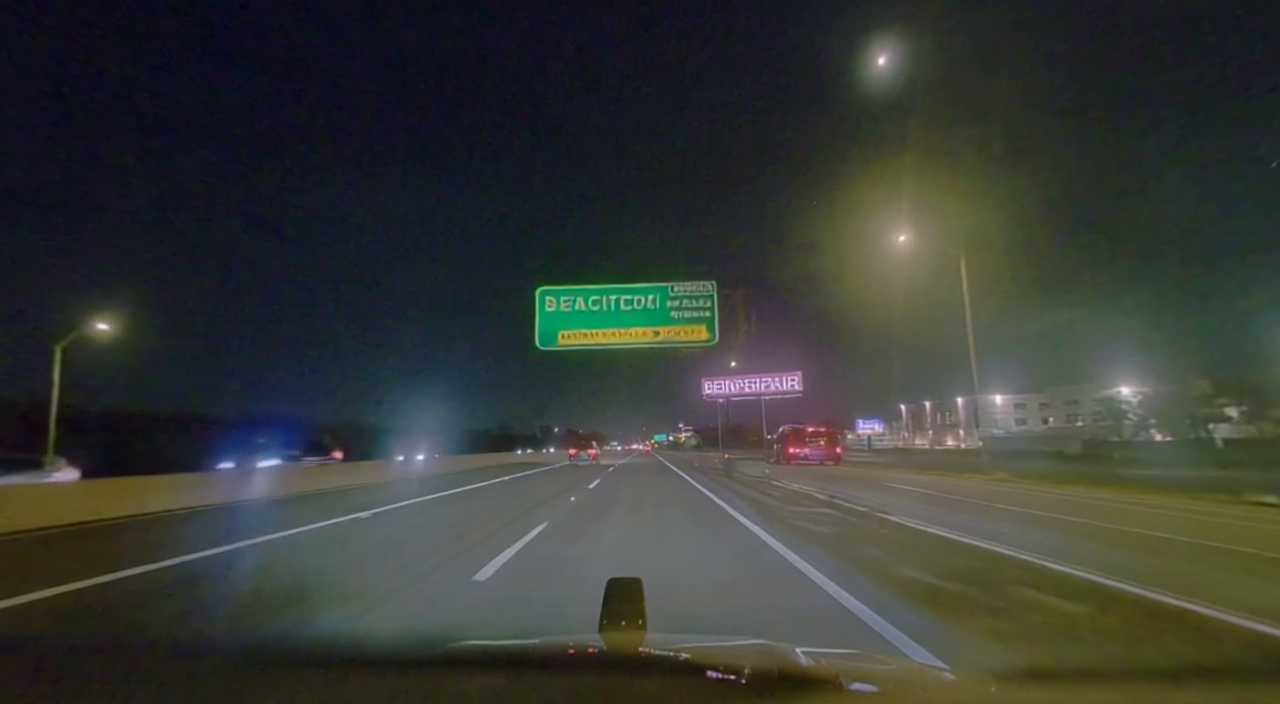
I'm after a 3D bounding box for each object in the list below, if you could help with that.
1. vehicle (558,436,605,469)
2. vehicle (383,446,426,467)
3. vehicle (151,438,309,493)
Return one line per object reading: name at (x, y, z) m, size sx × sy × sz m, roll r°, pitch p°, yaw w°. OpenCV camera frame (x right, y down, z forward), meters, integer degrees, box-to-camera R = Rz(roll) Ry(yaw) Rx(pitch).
vehicle at (-3.356, 5.876, 37.051) m, size 2.159 × 1.793 × 5.027 m, roll -1°, pitch -8°, yaw 1°
vehicle at (-17.012, 7.539, 45.660) m, size 1.629 × 1.476 × 3.605 m, roll -1°, pitch -8°, yaw 1°
vehicle at (-13.989, 3.878, 22.010) m, size 2.210 × 1.666 × 4.858 m, roll -1°, pitch -8°, yaw 1°
